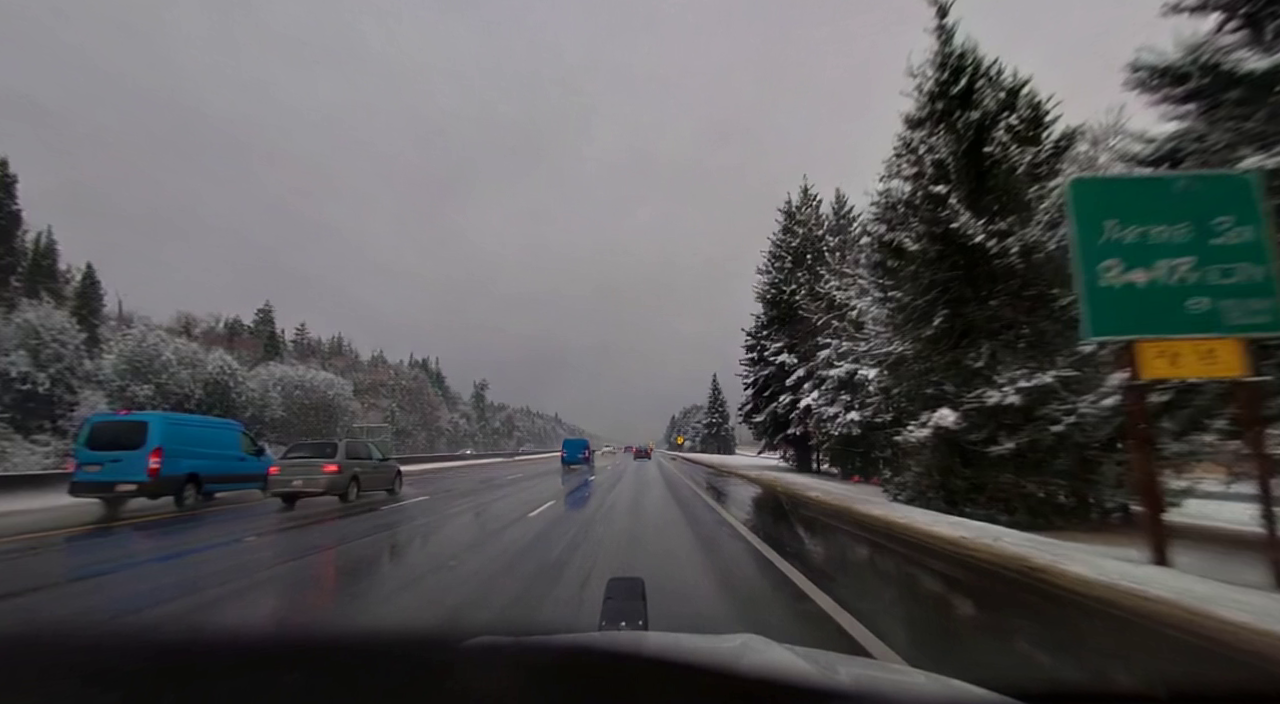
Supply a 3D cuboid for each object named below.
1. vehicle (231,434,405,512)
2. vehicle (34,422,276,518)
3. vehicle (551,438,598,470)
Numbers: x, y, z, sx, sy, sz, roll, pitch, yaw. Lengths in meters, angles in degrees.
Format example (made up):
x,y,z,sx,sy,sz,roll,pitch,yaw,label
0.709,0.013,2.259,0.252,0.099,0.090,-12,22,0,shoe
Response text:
x,y,z,sx,sy,sz,roll,pitch,yaw,label
-7.455,2.820,15.172,2.014,1.598,4.015,0,-8,1,vehicle
-10.837,2.650,14.672,1.977,1.870,4.525,0,-8,0,vehicle
-4.044,6.401,39.813,2.313,1.852,4.775,0,-8,2,vehicle
